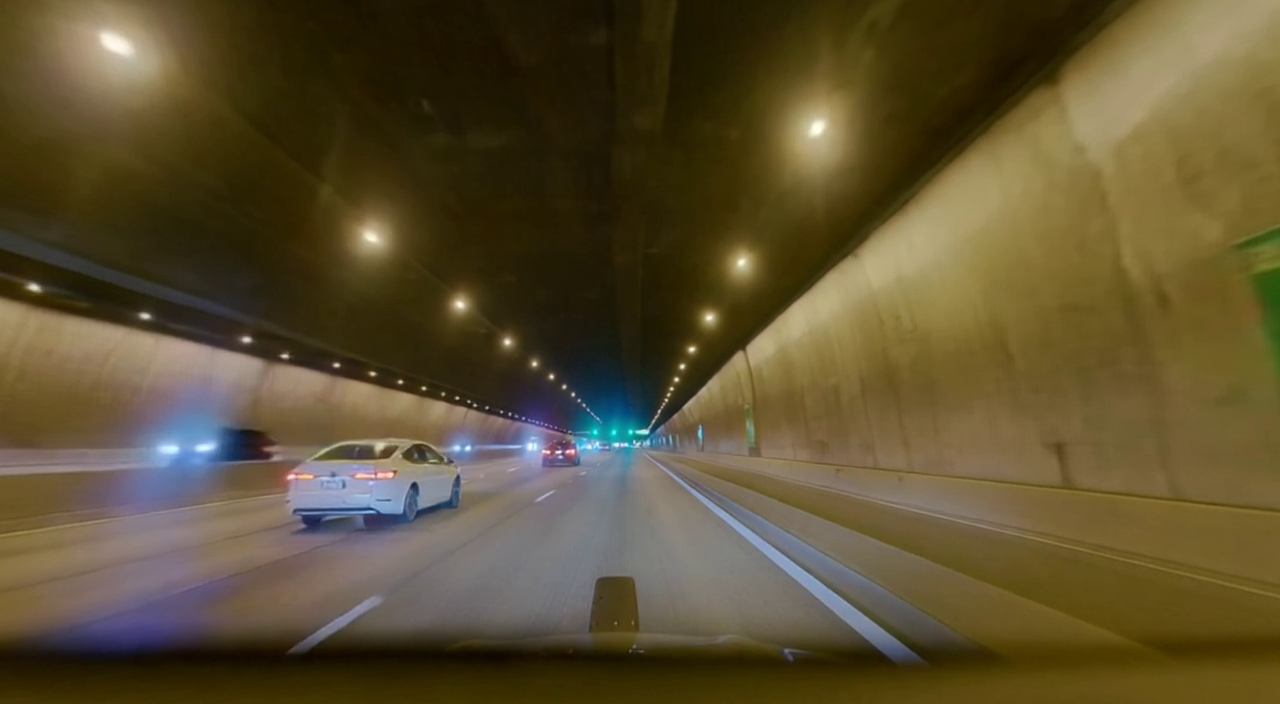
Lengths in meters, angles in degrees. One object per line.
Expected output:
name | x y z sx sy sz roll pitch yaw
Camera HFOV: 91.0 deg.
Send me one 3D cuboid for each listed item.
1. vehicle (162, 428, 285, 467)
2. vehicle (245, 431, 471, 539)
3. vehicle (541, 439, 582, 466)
vehicle | -17.277 4.012 26.482 1.818 1.450 4.837 -1 -8 1
vehicle | -4.404 2.113 10.702 1.885 1.424 4.230 0 -8 0
vehicle | -4.586 5.957 37.374 1.973 1.474 4.199 0 -8 -1
